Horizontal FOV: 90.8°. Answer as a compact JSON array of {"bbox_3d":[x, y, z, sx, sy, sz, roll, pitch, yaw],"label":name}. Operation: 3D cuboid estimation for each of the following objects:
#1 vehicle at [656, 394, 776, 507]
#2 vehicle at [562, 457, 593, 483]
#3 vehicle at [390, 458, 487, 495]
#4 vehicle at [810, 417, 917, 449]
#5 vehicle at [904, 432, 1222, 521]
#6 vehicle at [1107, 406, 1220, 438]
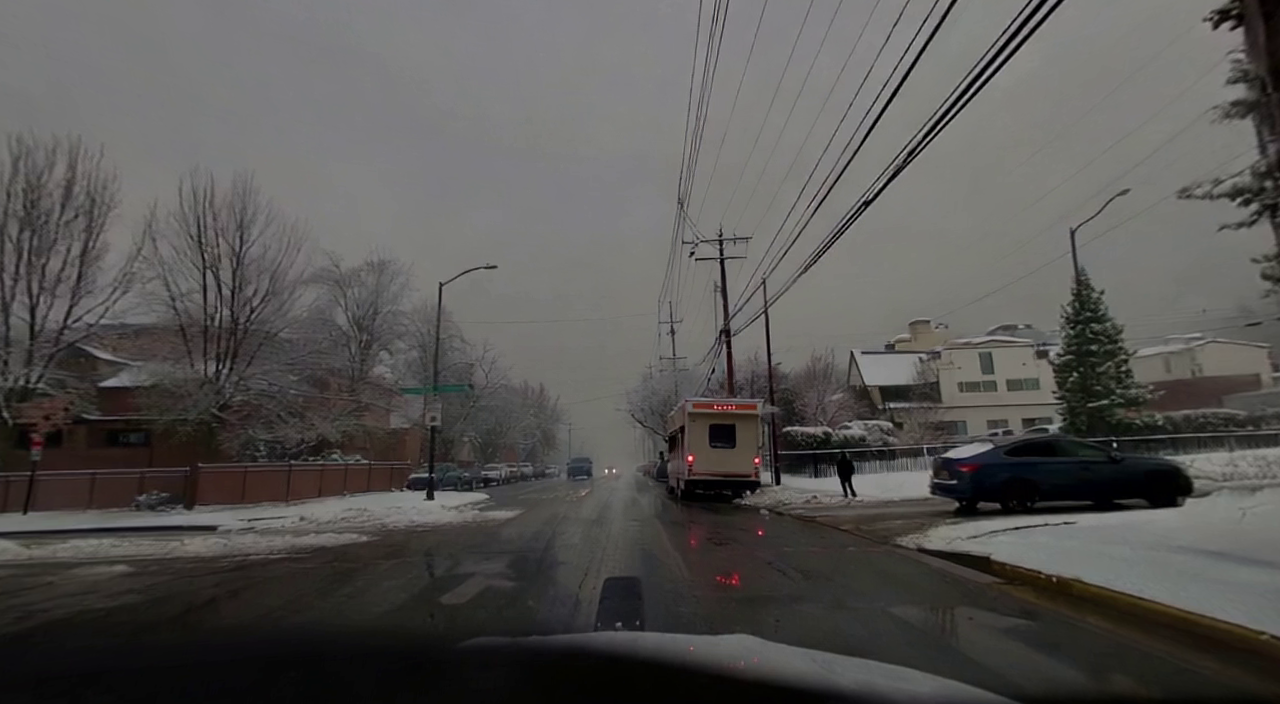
[{"bbox_3d":[2.362,3.495,22.740,2.886,3.321,7.809,0,-8,-3],"label":"vehicle"},{"bbox_3d":[-4.672,8.830,47.491,1.952,1.708,4.096,0,-8,-1],"label":"vehicle"},{"bbox_3d":[-11.504,7.050,36.114,5.093,1.855,2.338,3,-9,-21],"label":"vehicle"},{"bbox_3d":[10.579,3.864,30.045,4.396,1.459,1.749,0,-8,-3],"label":"vehicle"},{"bbox_3d":[7.992,2.340,12.235,4.857,1.525,1.976,1,-8,-6],"label":"vehicle"},{"bbox_3d":[27.824,3.736,33.669,4.413,1.608,1.858,0,-8,-3],"label":"vehicle"}]
